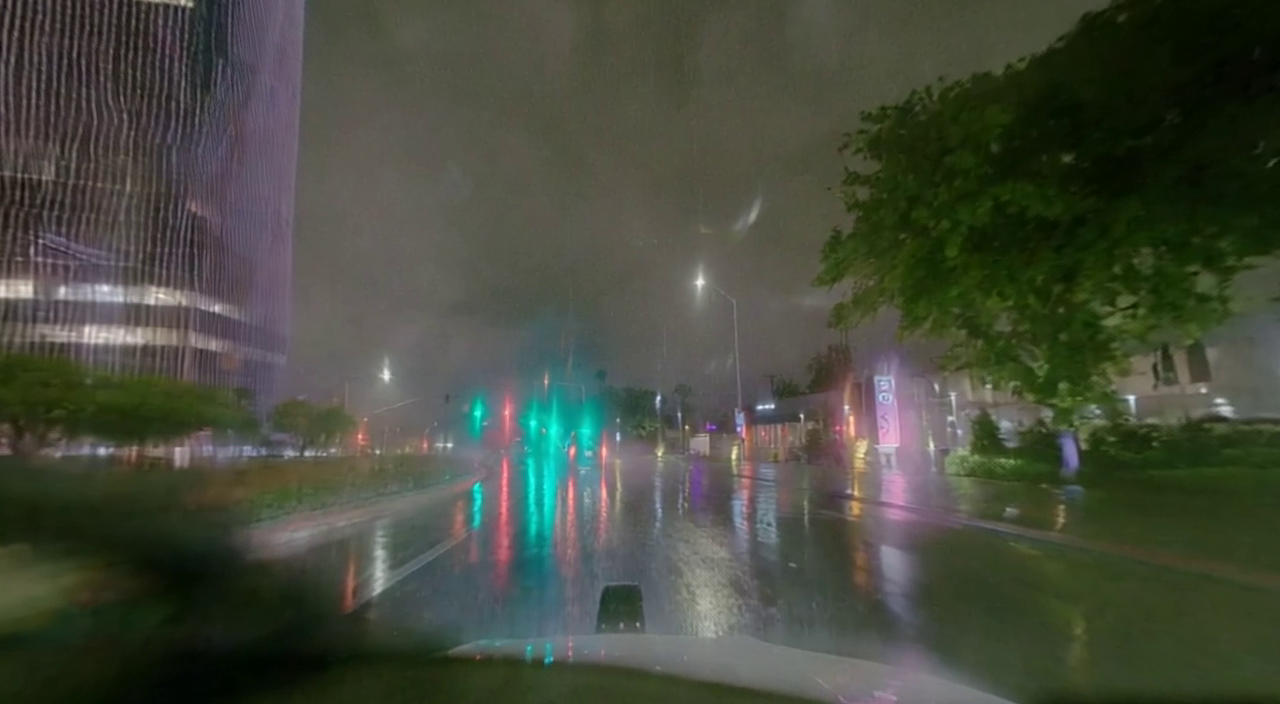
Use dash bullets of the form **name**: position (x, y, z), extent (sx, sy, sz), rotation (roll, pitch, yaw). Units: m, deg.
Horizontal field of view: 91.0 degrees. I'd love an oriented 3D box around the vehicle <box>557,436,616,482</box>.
- **vehicle**: position (-2.202, 4.343, 25.890), extent (2.183, 1.675, 4.319), rotation (1, -8, -5)
